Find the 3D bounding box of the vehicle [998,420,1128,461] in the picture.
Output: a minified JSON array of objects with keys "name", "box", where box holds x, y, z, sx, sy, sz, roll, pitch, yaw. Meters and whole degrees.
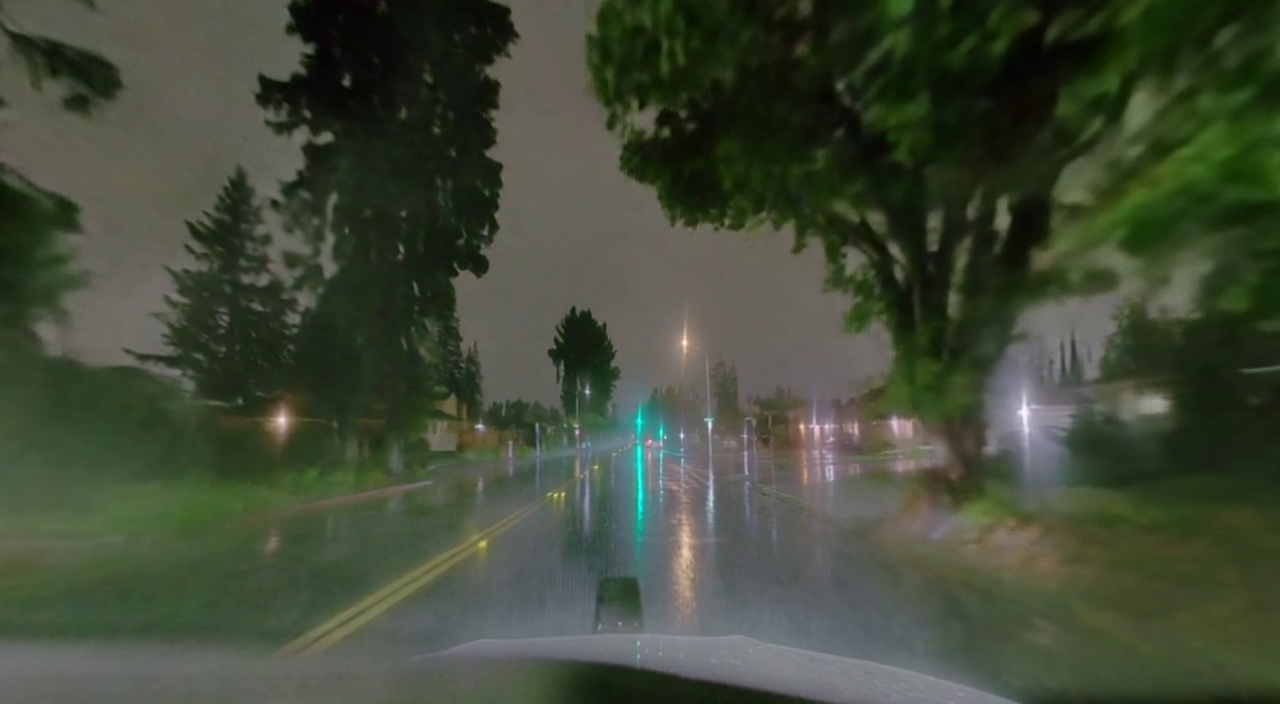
[{"name":"vehicle","box":[16.447,3.510,24.824,1.783,1.431,4.757,0,-8,-1]}]
